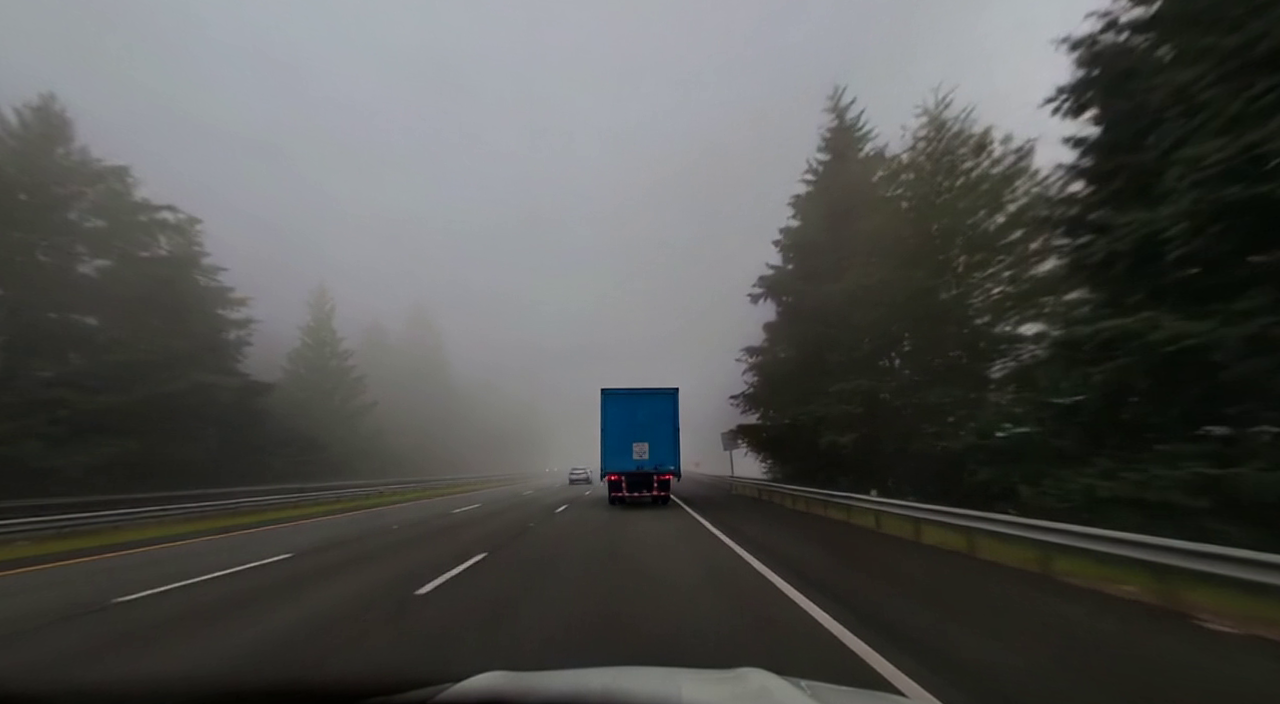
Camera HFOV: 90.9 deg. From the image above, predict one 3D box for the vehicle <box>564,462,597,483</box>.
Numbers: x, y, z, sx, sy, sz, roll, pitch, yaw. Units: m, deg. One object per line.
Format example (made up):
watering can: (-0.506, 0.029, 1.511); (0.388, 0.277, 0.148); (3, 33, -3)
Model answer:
vehicle: (-4.540, 9.365, 48.926); (2.104, 1.536, 4.599); (1, -10, 0)

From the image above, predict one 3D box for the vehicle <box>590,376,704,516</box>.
vehicle: (0.043, 3.354, 21.590); (3.008, 3.678, 9.512); (1, -10, -2)
